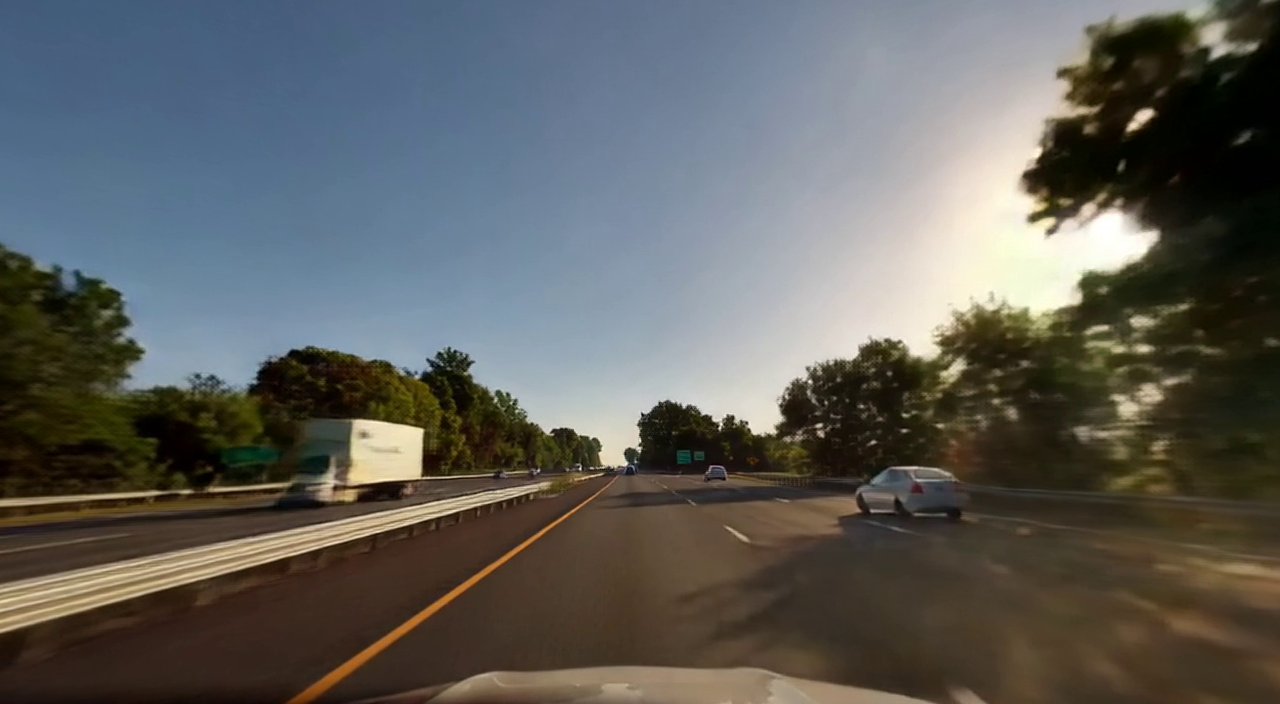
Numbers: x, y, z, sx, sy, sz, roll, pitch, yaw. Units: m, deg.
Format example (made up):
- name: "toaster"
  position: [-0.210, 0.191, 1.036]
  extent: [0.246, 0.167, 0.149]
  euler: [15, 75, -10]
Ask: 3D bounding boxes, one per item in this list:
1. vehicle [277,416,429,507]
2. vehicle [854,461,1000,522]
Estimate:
- name: "vehicle"
  position: [-13.508, 5.413, 30.938]
  extent: [3.015, 3.755, 9.107]
  euler: [1, -11, 0]
- name: "vehicle"
  position: [7.951, 3.898, 17.988]
  extent: [2.024, 1.476, 4.352]
  euler: [1, -11, -1]
